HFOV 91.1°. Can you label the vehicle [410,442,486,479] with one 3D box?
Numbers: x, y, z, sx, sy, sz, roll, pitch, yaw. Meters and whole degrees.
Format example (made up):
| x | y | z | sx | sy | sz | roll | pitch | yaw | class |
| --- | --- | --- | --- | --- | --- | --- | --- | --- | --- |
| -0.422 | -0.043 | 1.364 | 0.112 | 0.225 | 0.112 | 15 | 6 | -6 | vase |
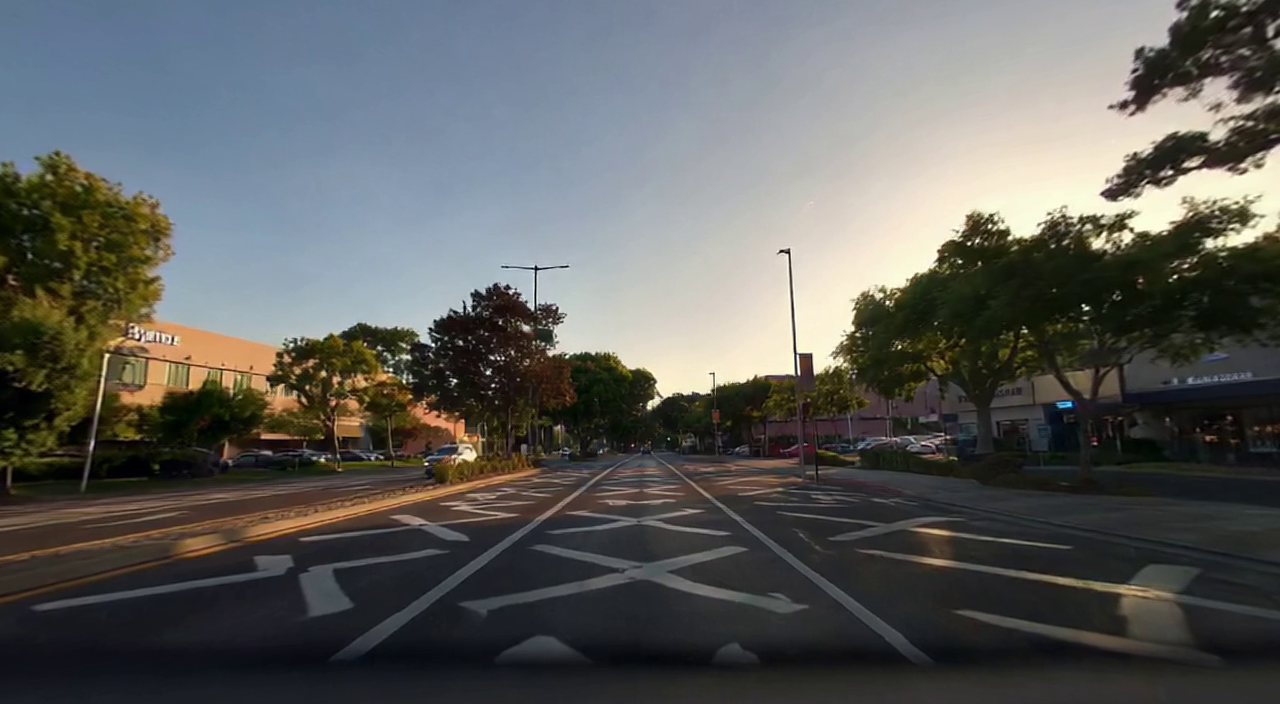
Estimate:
| x | y | z | sx | sy | sz | roll | pitch | yaw | class |
| --- | --- | --- | --- | --- | --- | --- | --- | --- | --- |
| -8.684 | 4.939 | 28.894 | 1.961 | 1.559 | 4.480 | -1 | -9 | 2 | vehicle |
